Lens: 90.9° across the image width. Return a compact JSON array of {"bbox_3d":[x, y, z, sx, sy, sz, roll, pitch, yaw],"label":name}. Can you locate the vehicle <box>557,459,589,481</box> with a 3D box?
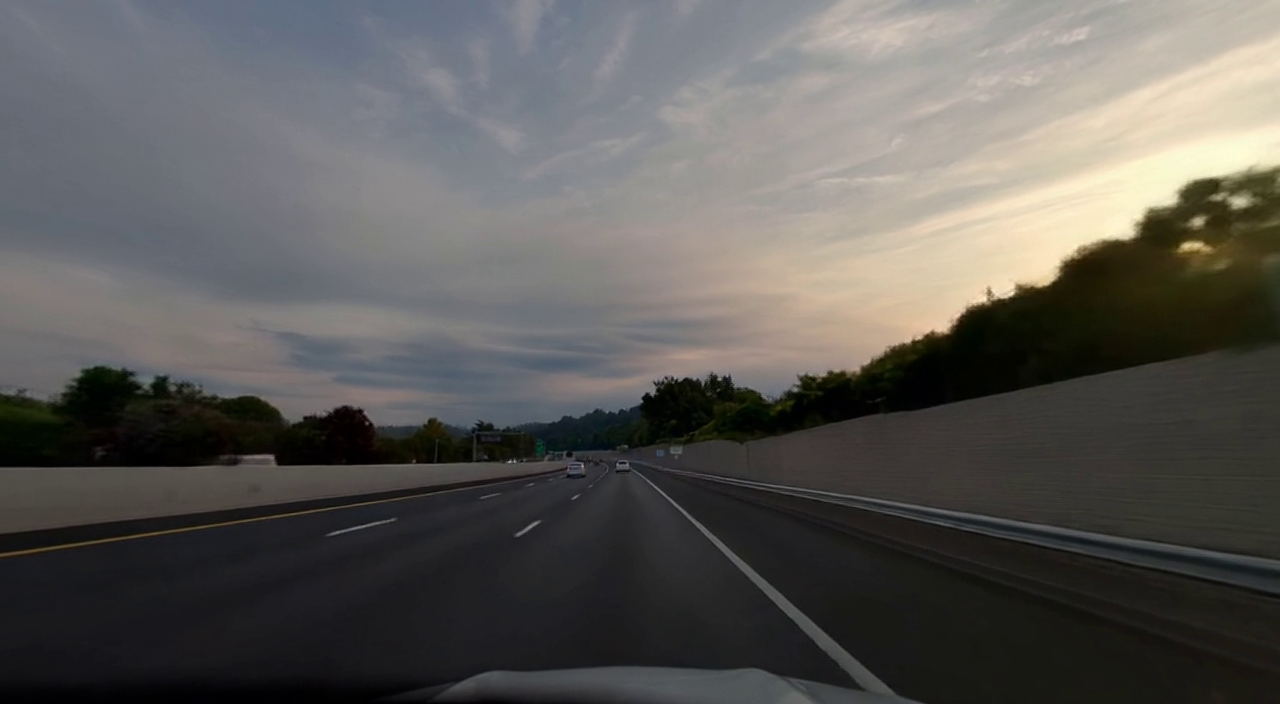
[{"bbox_3d":[-5.096,9.086,48.482,2.039,1.605,4.365,1,-11,0],"label":"vehicle"}]

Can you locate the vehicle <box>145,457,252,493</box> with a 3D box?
[{"bbox_3d":[-19.796,5.556,28.493,1.813,1.450,4.096,1,-11,0],"label":"vehicle"}]
